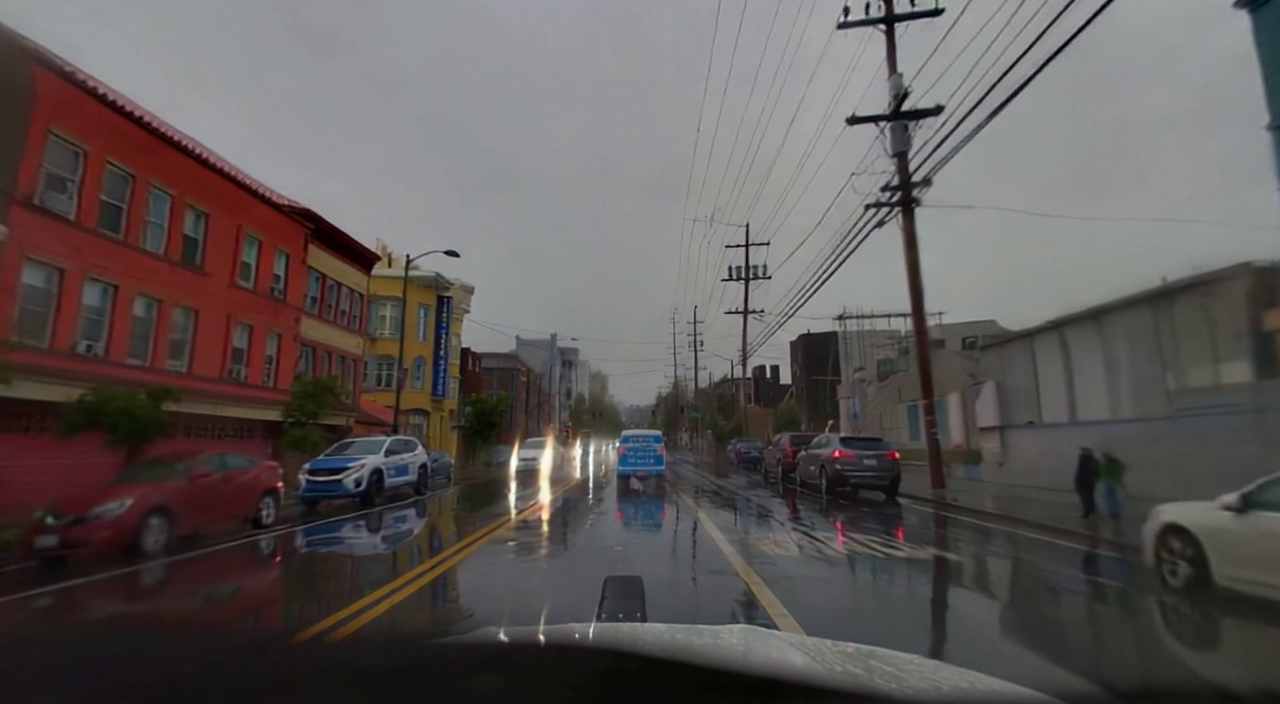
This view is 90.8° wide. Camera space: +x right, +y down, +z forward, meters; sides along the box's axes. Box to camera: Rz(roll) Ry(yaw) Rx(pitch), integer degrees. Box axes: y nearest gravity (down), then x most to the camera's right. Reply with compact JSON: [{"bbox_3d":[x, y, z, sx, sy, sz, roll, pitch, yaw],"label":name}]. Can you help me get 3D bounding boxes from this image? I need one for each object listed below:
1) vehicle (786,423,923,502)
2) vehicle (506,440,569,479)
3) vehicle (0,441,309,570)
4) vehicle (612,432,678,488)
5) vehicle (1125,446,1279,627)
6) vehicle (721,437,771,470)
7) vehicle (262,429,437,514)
[{"bbox_3d":[6.347,3.369,19.683,2.203,2.052,5.975,0,-9,0],"label":"vehicle"},{"bbox_3d":[-4.252,4.535,26.988,1.944,1.515,4.428,0,-9,0],"label":"vehicle"},{"bbox_3d":[-7.293,2.198,9.972,1.928,1.552,4.234,0,-8,-2],"label":"vehicle"},{"bbox_3d":[0.200,3.530,20.915,1.980,1.635,3.795,0,-9,1],"label":"vehicle"},{"bbox_3d":[6.520,1.551,5.100,1.842,1.561,4.084,1,-9,-2],"label":"vehicle"},{"bbox_3d":[6.574,6.342,39.701,2.197,1.917,5.637,0,-9,0],"label":"vehicle"},{"bbox_3d":[-7.336,3.023,16.765,2.095,1.847,5.290,0,-8,0],"label":"vehicle"}]
